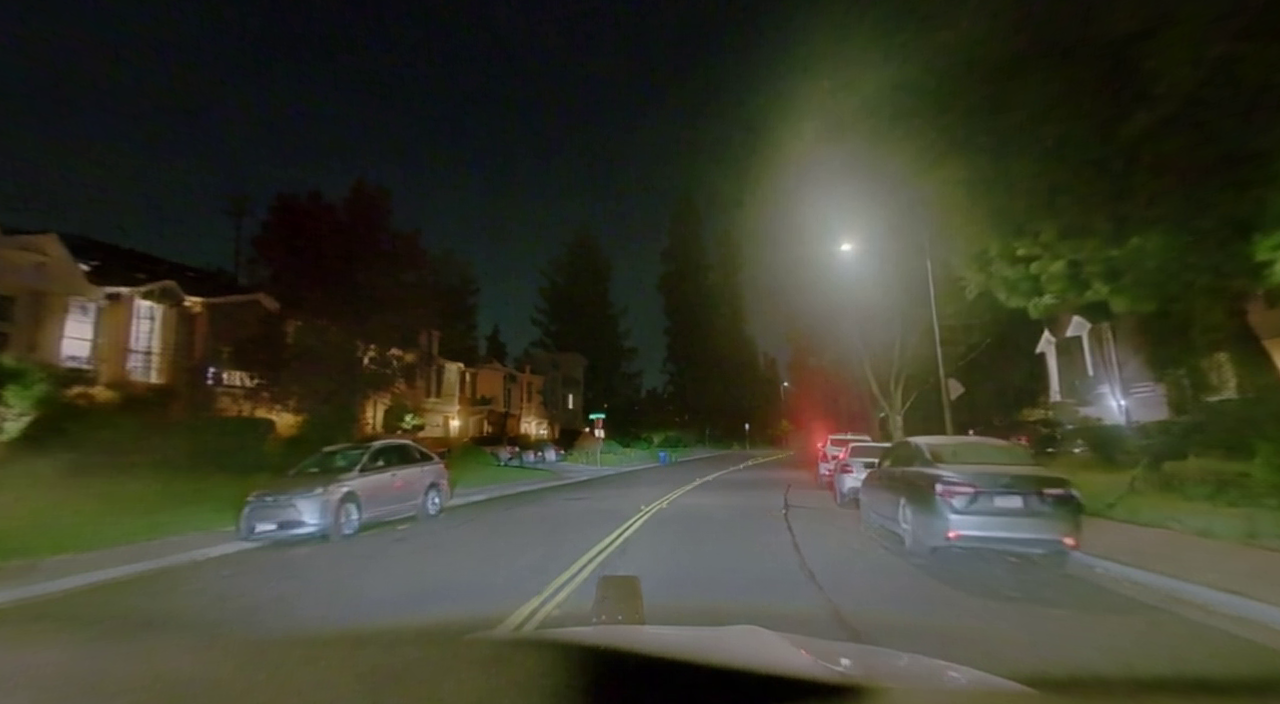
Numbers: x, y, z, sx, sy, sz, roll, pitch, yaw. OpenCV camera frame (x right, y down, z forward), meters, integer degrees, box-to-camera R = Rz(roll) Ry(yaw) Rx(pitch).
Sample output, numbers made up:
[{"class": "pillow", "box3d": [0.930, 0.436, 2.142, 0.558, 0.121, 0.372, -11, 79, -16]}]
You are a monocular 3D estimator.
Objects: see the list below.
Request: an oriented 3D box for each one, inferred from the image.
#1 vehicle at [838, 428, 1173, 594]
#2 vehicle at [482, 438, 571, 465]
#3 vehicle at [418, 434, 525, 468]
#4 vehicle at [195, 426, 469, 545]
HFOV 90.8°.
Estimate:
[{"class": "vehicle", "box3d": [4.109, 1.821, 8.320, 2.045, 1.478, 4.914, -1, -8, 8]}, {"class": "vehicle", "box3d": [-6.299, 5.555, 35.210, 4.455, 1.419, 2.017, -3, -9, 16]}, {"class": "vehicle", "box3d": [-8.333, 4.921, 31.353, 4.635, 1.594, 2.132, -3, -9, 17]}, {"class": "vehicle", "box3d": [-5.218, 2.310, 11.719, 2.030, 1.696, 4.828, -2, -9, 10]}]
